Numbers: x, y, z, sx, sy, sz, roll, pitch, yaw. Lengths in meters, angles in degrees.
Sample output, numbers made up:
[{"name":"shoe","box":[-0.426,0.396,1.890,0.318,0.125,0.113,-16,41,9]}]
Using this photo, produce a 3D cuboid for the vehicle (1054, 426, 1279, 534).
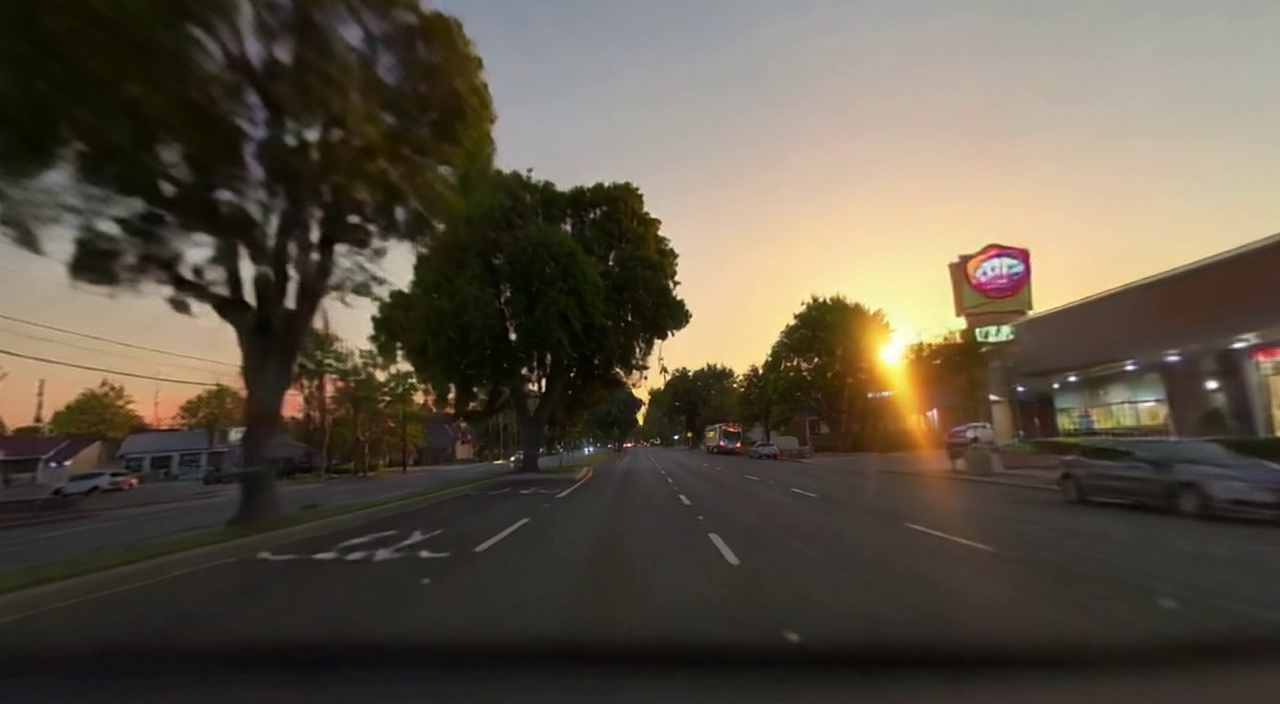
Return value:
[{"name":"vehicle","box":[10.142,2.207,11.590,1.886,1.556,4.513,0,-8,-2]}]

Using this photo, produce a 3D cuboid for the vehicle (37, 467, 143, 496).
[{"name":"vehicle","box":[-35.230,8.306,40.659,4.654,1.648,1.915,3,-9,-21]}]

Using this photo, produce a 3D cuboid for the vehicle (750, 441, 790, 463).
[{"name":"vehicle","box":[10.196,7.834,49.775,2.085,1.630,4.403,0,-8,-2]}]

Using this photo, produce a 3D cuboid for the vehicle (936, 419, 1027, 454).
[{"name":"vehicle","box":[23.176,5.807,43.312,2.529,2.138,6.511,-1,-7,-1]}]
